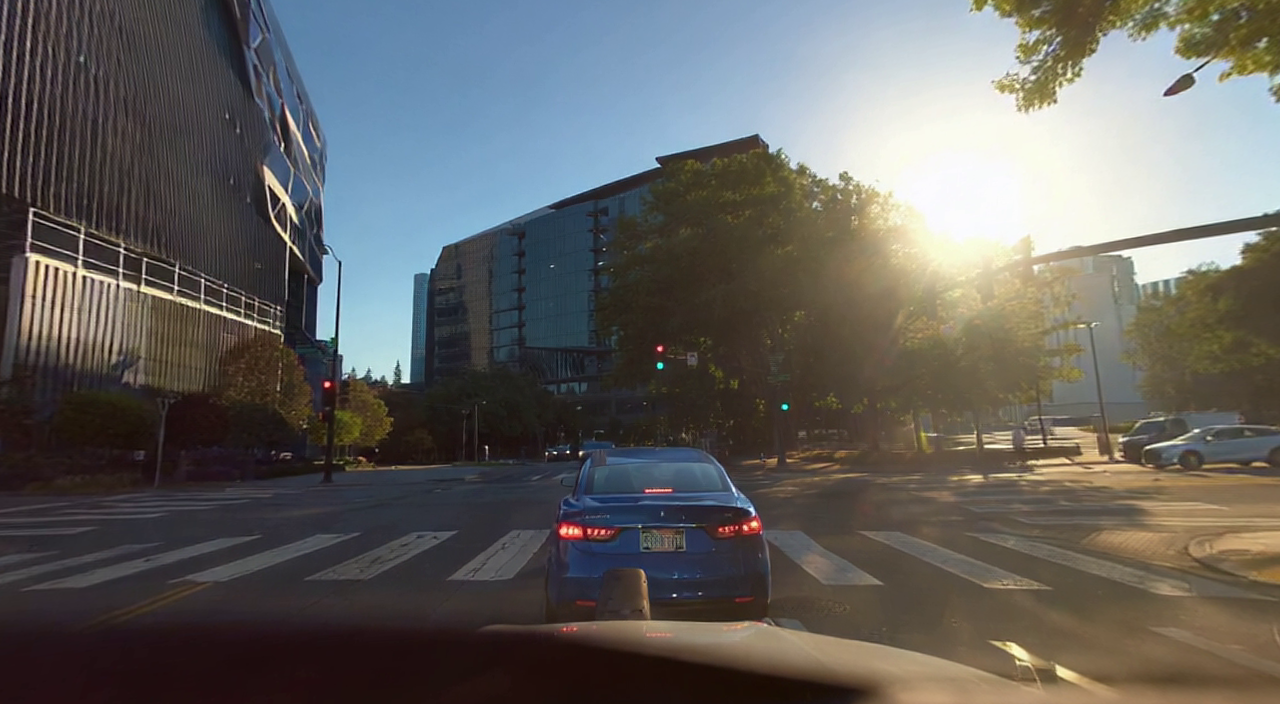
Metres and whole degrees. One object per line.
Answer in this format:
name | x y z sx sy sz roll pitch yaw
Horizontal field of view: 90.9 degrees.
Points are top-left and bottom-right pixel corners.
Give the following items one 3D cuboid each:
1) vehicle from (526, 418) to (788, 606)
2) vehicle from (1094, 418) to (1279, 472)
vehicle | -0.154 1.648 7.489 1.893 1.532 4.145 2 -9 -16
vehicle | 19.115 3.265 22.225 4.675 1.772 1.945 0 -8 0
